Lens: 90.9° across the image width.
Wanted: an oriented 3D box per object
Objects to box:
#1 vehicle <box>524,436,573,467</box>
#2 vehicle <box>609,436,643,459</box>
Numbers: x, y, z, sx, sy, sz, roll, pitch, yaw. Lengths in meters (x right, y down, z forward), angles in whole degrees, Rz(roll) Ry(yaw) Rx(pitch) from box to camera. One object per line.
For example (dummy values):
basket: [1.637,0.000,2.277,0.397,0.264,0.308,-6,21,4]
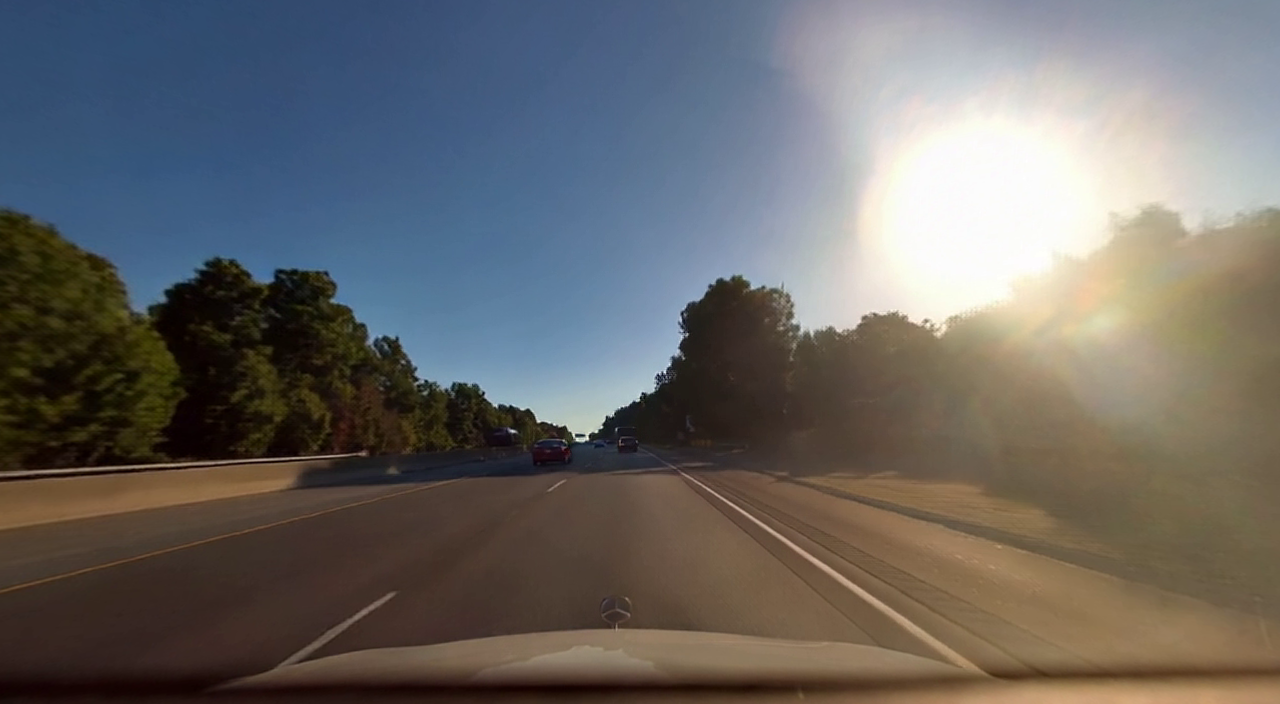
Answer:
vehicle: [-4.457,4.866,31.118,1.907,1.445,4.049,0,-8,-1]
vehicle: [-0.881,6.396,42.402,2.162,1.460,4.242,0,-8,0]
